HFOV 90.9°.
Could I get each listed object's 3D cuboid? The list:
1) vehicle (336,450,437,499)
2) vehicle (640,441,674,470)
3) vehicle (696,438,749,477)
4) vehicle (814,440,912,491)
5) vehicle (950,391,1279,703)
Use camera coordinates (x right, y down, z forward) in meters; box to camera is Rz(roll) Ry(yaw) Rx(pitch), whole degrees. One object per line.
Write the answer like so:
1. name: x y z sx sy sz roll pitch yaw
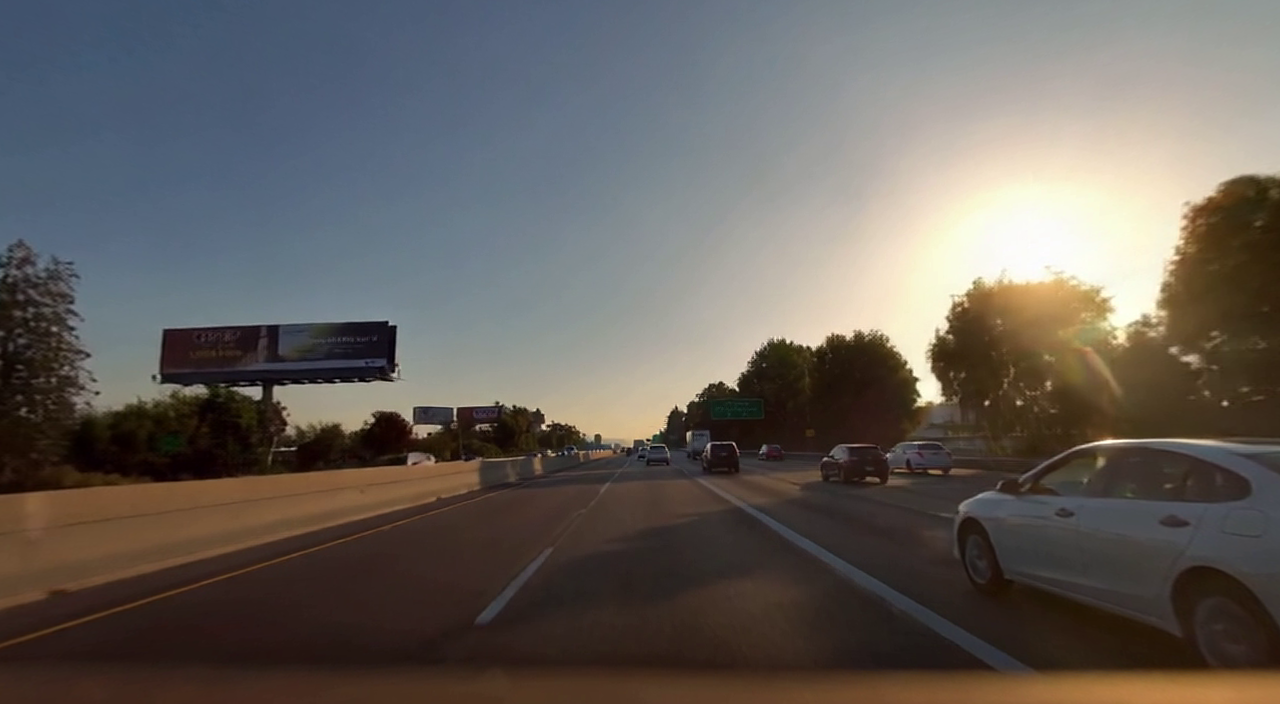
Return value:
1. vehicle: -9.495 4.589 24.094 1.912 1.610 4.646 -1 -8 1
2. vehicle: 1.089 6.885 42.182 2.145 1.832 4.004 0 -8 0
3. vehicle: 4.215 5.482 33.047 2.075 1.845 4.667 0 -8 -1
4. vehicle: 7.619 3.879 22.030 1.807 1.558 4.352 0 -8 0
5. vehicle: 3.896 1.091 3.610 1.989 1.609 4.355 0 -8 0
